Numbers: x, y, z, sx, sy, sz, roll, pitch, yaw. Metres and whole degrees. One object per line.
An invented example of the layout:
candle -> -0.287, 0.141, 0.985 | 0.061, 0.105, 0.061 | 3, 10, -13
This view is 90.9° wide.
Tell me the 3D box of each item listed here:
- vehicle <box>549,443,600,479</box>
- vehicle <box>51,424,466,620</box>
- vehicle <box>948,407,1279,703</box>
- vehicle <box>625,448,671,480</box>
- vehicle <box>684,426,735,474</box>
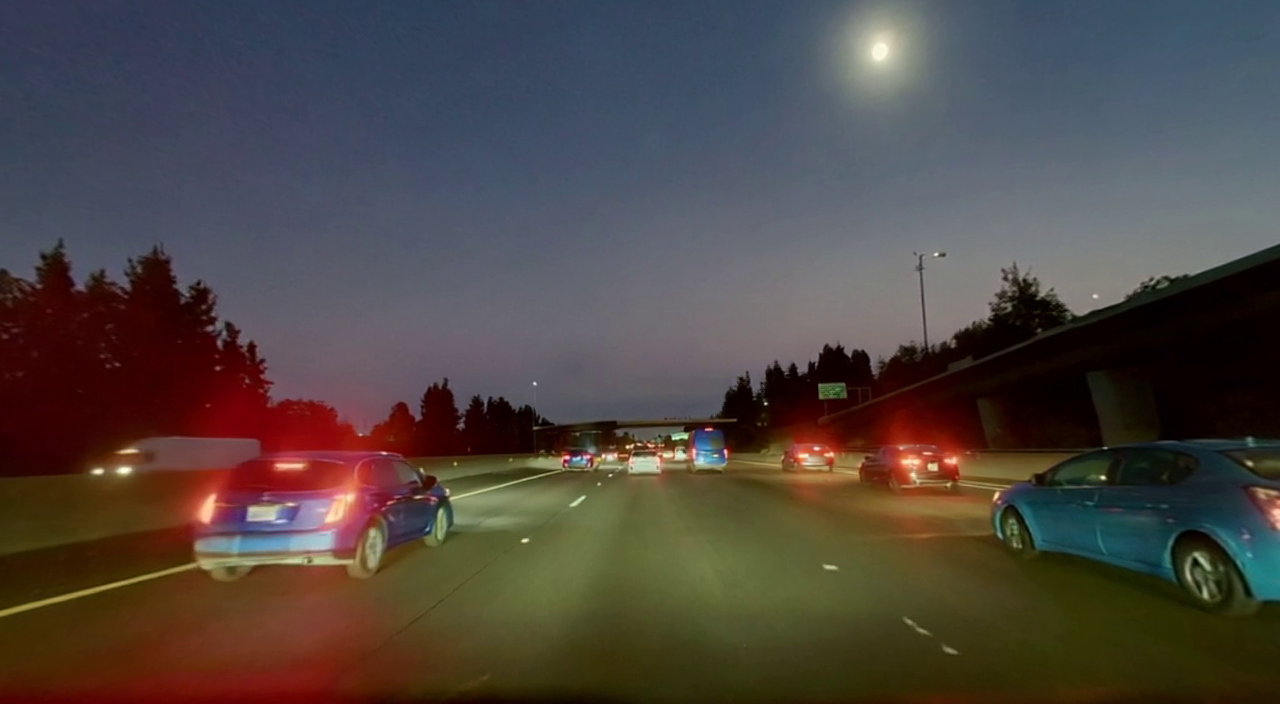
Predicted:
vehicle -> -3.372, 5.687, 33.227 | 2.078, 1.706, 4.298 | -1, -8, 2
vehicle -> -3.644, 1.667, 7.118 | 2.137, 1.562, 3.926 | 0, -8, 1
vehicle -> 4.158, 1.201, 4.063 | 2.085, 1.558, 4.466 | 0, -8, 0
vehicle -> 0.369, 5.541, 31.540 | 2.174, 1.467, 4.005 | 0, -8, 0
vehicle -> 4.229, 6.113, 39.605 | 2.436, 2.745, 6.607 | 0, -8, 0
